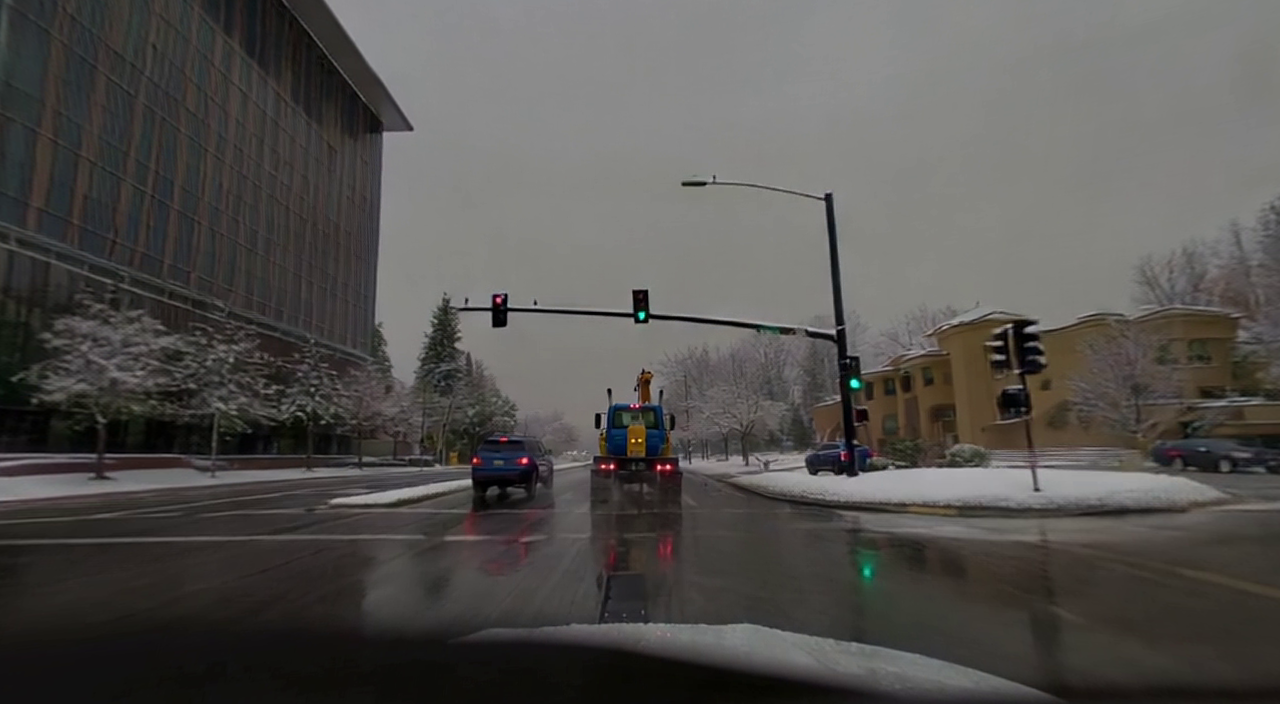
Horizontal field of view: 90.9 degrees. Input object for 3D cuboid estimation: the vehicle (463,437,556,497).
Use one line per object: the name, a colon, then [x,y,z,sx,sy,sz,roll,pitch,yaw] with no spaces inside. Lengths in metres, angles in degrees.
vehicle: [-3.991,3.598,20.078,2.081,1.688,4.235,0,-9,0]

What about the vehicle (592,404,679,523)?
vehicle: [-0.270,4.147,24.230,2.552,3.461,11.044,1,-9,-1]

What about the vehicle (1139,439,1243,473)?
vehicle: [25.326,4.783,29.027,3.565,1.369,1.647,-1,-9,-12]

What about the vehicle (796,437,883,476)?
vehicle: [10.004,5.298,32.121,2.186,1.783,4.716,1,-9,-11]
